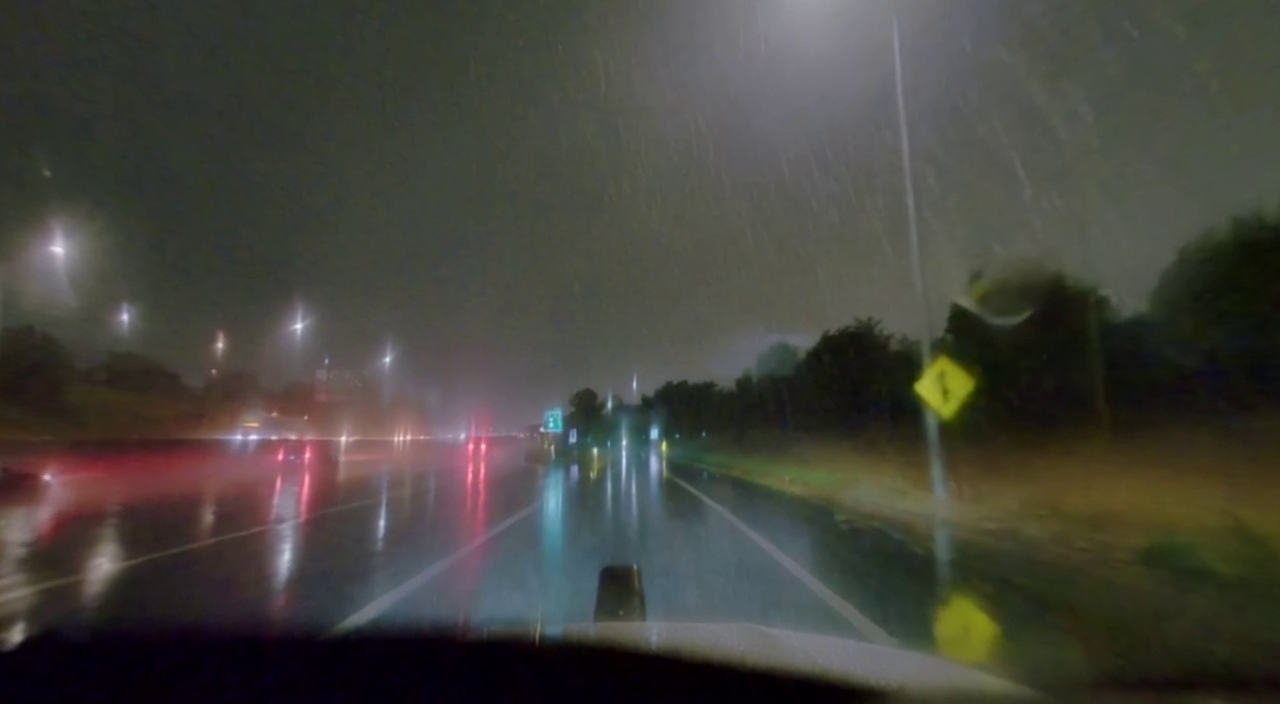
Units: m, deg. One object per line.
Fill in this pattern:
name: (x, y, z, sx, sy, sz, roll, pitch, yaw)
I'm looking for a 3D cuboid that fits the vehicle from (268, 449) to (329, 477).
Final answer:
vehicle: (-23.201, 7.520, 42.958, 2.093, 1.735, 4.285, 0, -9, -6)
